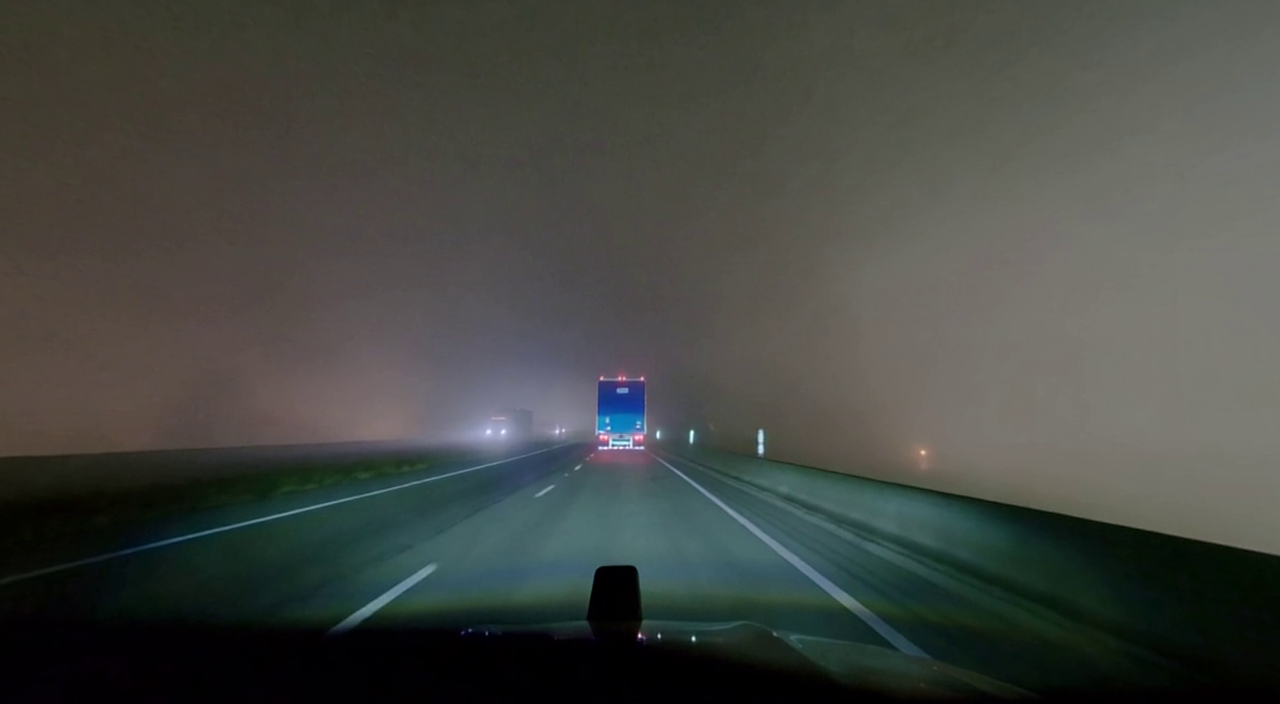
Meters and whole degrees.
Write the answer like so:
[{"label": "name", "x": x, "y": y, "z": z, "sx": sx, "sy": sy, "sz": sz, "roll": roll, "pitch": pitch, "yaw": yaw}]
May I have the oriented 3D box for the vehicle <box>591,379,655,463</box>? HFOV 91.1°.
[{"label": "vehicle", "x": -0.963, "y": 3.958, "z": 35.203, "sx": 3.023, "sy": 3.965, "sz": 10.402, "roll": 1, "pitch": -8, "yaw": -2}]
